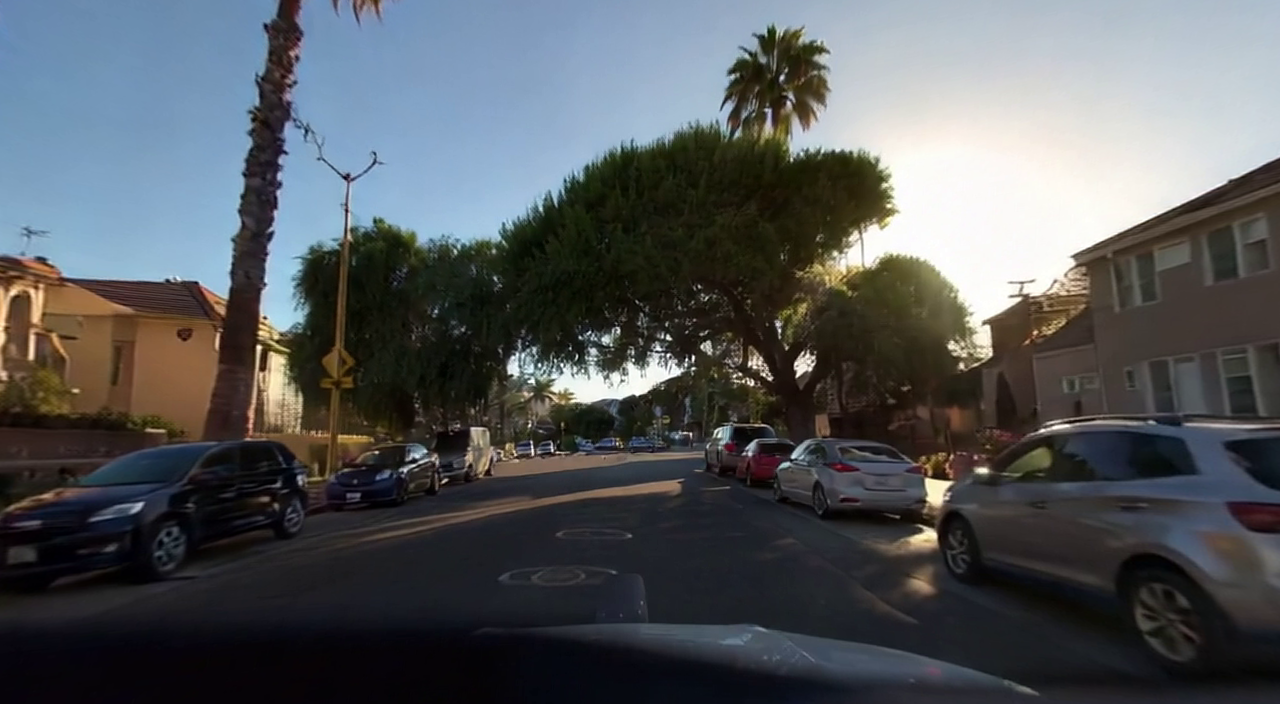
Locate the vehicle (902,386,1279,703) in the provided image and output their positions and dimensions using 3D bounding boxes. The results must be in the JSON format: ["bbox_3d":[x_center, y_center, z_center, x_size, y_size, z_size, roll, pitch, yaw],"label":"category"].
[{"bbox_3d":[4.087,1.297,5.235,1.998,1.649,4.175,0,-8,0],"label":"vehicle"}]

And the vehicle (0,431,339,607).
[{"bbox_3d":[-5.777,1.815,7.914,1.849,1.531,4.562,0,-8,-1],"label":"vehicle"}]

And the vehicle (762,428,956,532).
[{"bbox_3d":[3.787,2.280,12.009,1.958,1.485,4.819,2,-8,0],"label":"vehicle"}]

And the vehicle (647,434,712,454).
[{"bbox_3d":[2.892,6.865,46.965,4.663,1.452,1.853,0,-9,1],"label":"vehicle"}]

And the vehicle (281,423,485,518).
[{"bbox_3d":[-5.694,2.726,15.173,2.316,1.808,5.876,0,-8,1],"label":"vehicle"}]

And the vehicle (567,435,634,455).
[{"bbox_3d":[-2.908,6.938,47.026,4.828,1.472,1.863,0,-9,0],"label":"vehicle"}]
